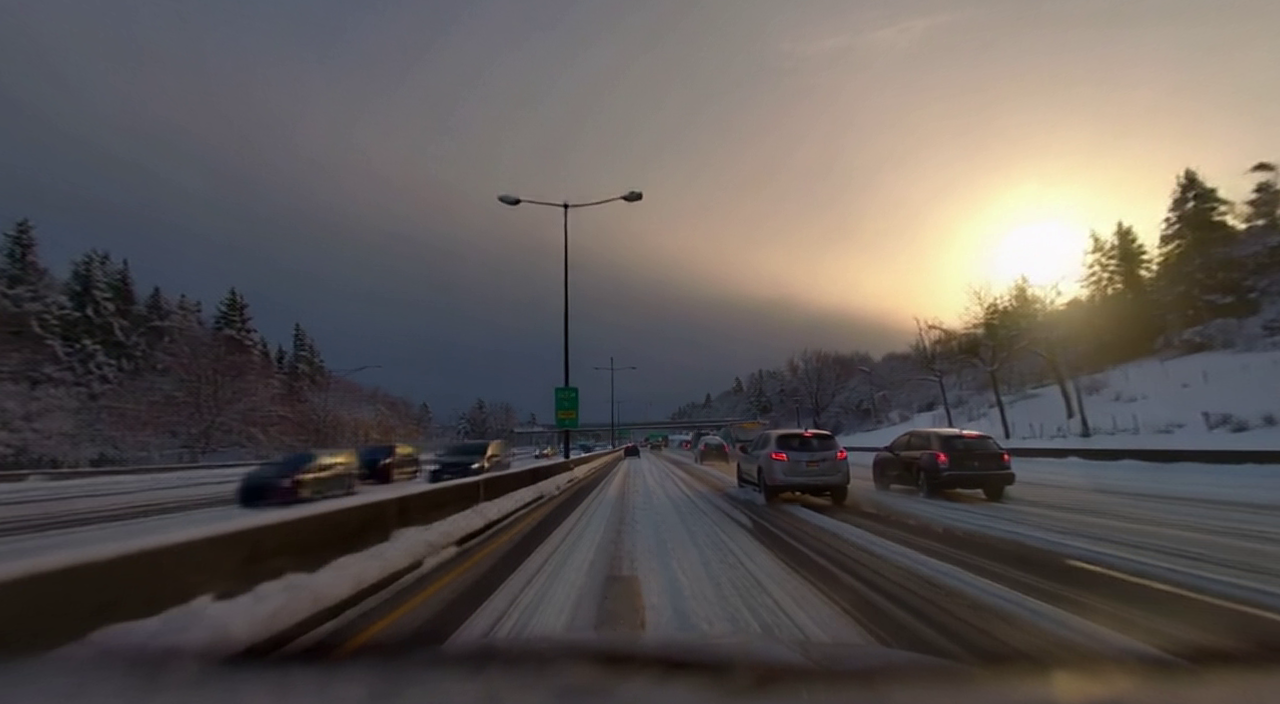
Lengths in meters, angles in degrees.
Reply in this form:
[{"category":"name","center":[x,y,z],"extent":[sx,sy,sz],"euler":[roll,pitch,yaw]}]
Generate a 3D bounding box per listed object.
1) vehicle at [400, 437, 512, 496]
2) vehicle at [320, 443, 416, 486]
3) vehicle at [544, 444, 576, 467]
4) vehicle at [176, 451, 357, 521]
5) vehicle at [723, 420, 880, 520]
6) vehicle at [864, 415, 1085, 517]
[{"category":"vehicle","center":[-5.610,3.540,19.964],"extent":[2.184,1.638,4.522],"euler":[0,-8,0]},{"category":"vehicle","center":[-13.304,5.495,31.403],"extent":[2.211,1.919,5.718],"euler":[0,-8,1]},{"category":"vehicle","center":[-5.877,7.622,46.651],"extent":[1.827,1.619,3.866],"euler":[0,-8,0]},{"category":"vehicle","center":[-9.351,3.338,16.349],"extent":[2.020,1.494,4.353],"euler":[0,-8,0]},{"category":"vehicle","center":[3.075,2.358,13.106],"extent":[2.059,1.711,4.302],"euler":[0,-8,0]},{"category":"vehicle","center":[6.871,2.404,13.811],"extent":[2.040,1.801,4.959],"euler":[0,-8,-1]}]
